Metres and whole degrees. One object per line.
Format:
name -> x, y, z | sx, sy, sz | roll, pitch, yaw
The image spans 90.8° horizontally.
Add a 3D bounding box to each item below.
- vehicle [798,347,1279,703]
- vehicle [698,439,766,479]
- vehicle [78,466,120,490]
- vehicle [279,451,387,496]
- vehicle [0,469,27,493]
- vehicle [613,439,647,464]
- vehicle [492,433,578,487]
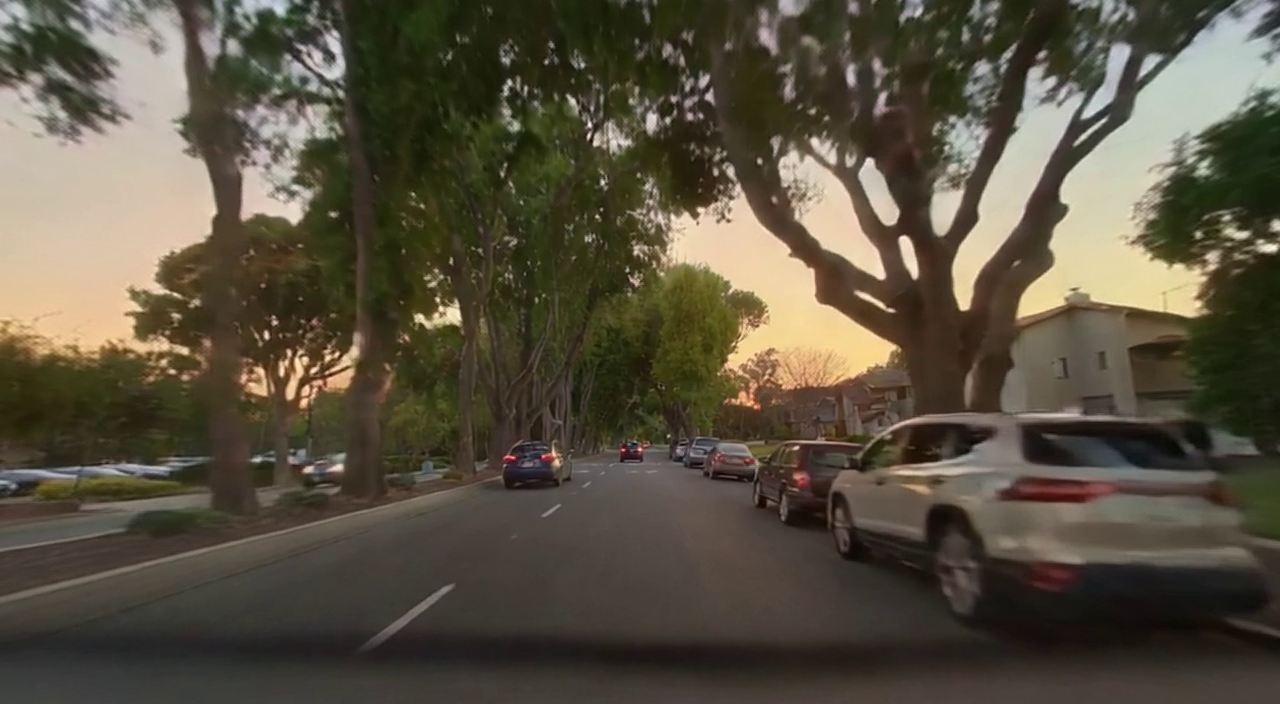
vehicle -> 3.227, 1.284, 5.896 | 2.090, 1.839, 5.495 | 0, -8, 0
vehicle -> 3.641, 4.329, 25.912 | 2.019, 1.495, 4.755 | 0, -8, -1
vehicle -> -39.837, 9.274, 46.637 | 2.034, 1.481, 4.931 | 6, -10, -38
vehicle -> -11.826, 4.674, 24.686 | 2.167, 1.497, 4.256 | 0, -8, -2
vehicle -> -47.054, 9.512, 46.658 | 1.913, 1.469, 4.399 | 6, -10, -37
vehicle -> -0.618, 6.559, 41.885 | 2.142, 1.548, 4.273 | 0, -8, 0
vehicle -> -3.520, 3.725, 22.163 | 2.129, 1.668, 4.722 | 0, -8, 1
